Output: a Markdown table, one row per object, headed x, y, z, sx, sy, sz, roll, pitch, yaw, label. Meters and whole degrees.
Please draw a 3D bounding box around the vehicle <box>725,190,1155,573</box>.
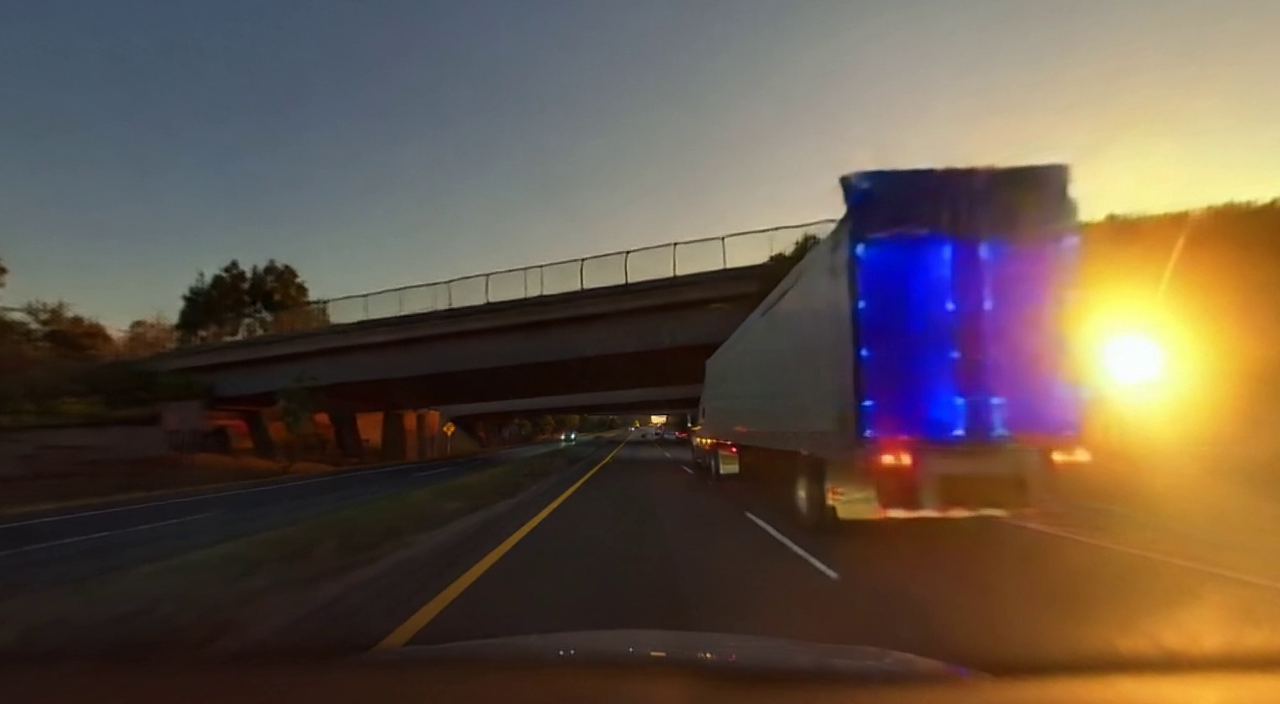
| x | y | z | sx | sy | sz | roll | pitch | yaw | label |
| --- | --- | --- | --- | --- | --- | --- | --- | --- | --- |
| 3.509 | 0.785 | 10.560 | 2.949 | 3.877 | 8.528 | 0 | -8 | 0 | vehicle |
